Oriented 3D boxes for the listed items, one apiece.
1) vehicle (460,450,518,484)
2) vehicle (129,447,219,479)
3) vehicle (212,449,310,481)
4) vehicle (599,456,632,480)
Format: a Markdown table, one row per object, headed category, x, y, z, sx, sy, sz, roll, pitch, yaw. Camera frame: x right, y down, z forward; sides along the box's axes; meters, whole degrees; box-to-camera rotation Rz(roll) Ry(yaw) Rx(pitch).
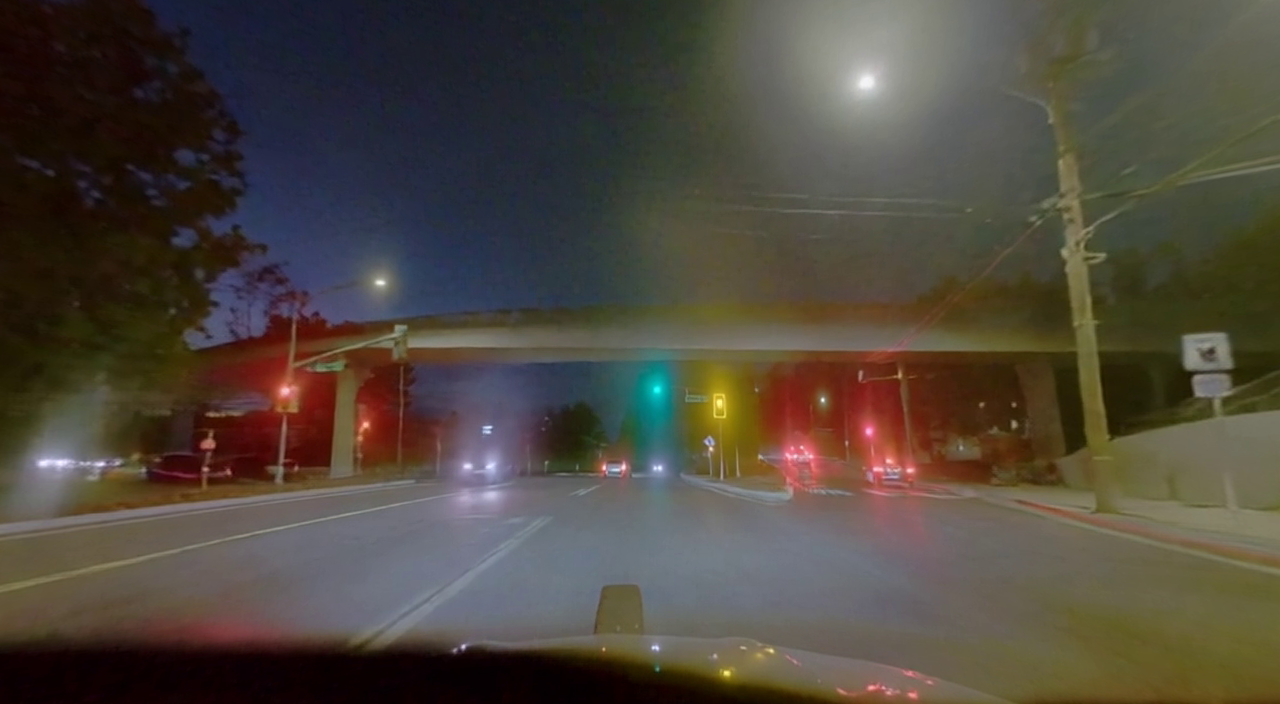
| category | x | y | z | sx | sy | sz | roll | pitch | yaw |
| --- | --- | --- | --- | --- | --- | --- | --- | --- | --- |
| vehicle | -7.893 | 6.018 | 33.403 | 1.886 | 1.654 | 4.037 | 0 | -9 | 2 |
| vehicle | -27.954 | 6.616 | 37.887 | 4.598 | 1.765 | 1.955 | -3 | -9 | 20 |
| vehicle | -20.162 | 6.034 | 33.791 | 3.877 | 1.623 | 2.049 | 1 | -9 | -6 |
| vehicle | -1.735 | 8.432 | 46.150 | 1.997 | 1.542 | 4.202 | -1 | -9 | 4 |
